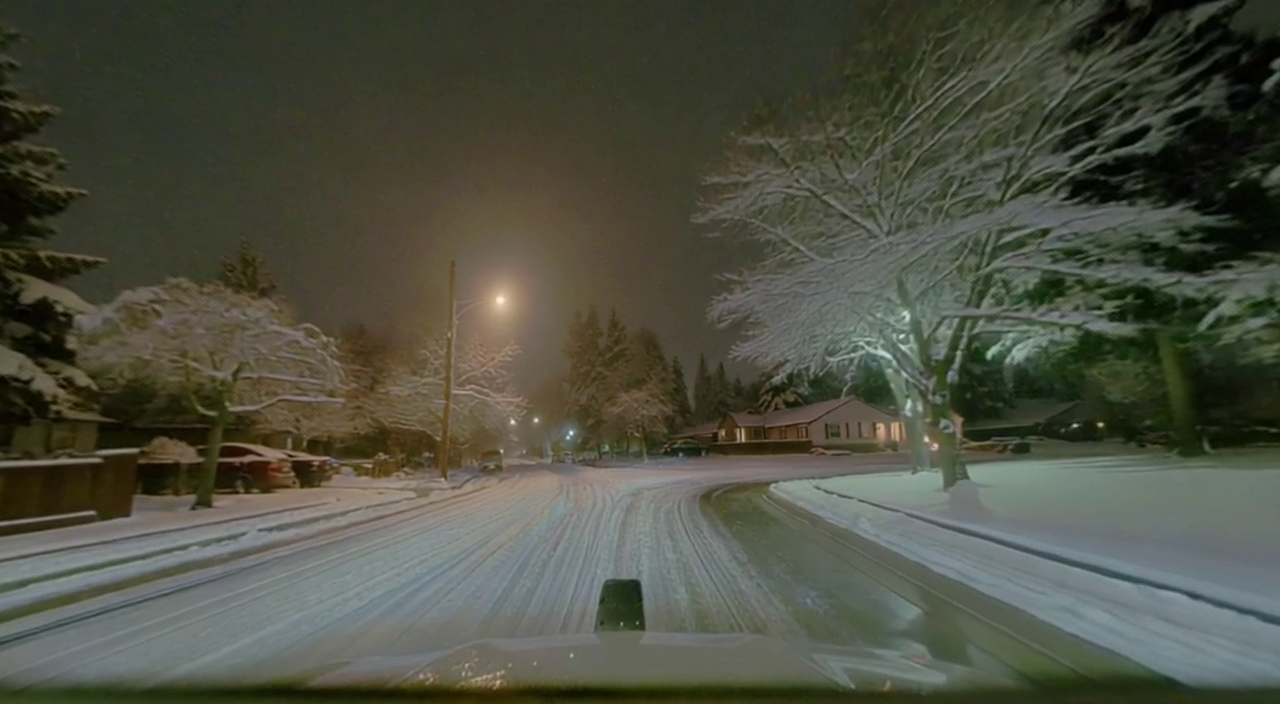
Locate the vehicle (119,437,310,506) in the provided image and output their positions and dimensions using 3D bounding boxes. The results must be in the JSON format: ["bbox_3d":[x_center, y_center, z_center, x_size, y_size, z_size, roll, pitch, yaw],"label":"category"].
[{"bbox_3d":[-14.756,4.186,22.302,5.045,1.835,2.315,-3,-10,-12],"label":"vehicle"}]
